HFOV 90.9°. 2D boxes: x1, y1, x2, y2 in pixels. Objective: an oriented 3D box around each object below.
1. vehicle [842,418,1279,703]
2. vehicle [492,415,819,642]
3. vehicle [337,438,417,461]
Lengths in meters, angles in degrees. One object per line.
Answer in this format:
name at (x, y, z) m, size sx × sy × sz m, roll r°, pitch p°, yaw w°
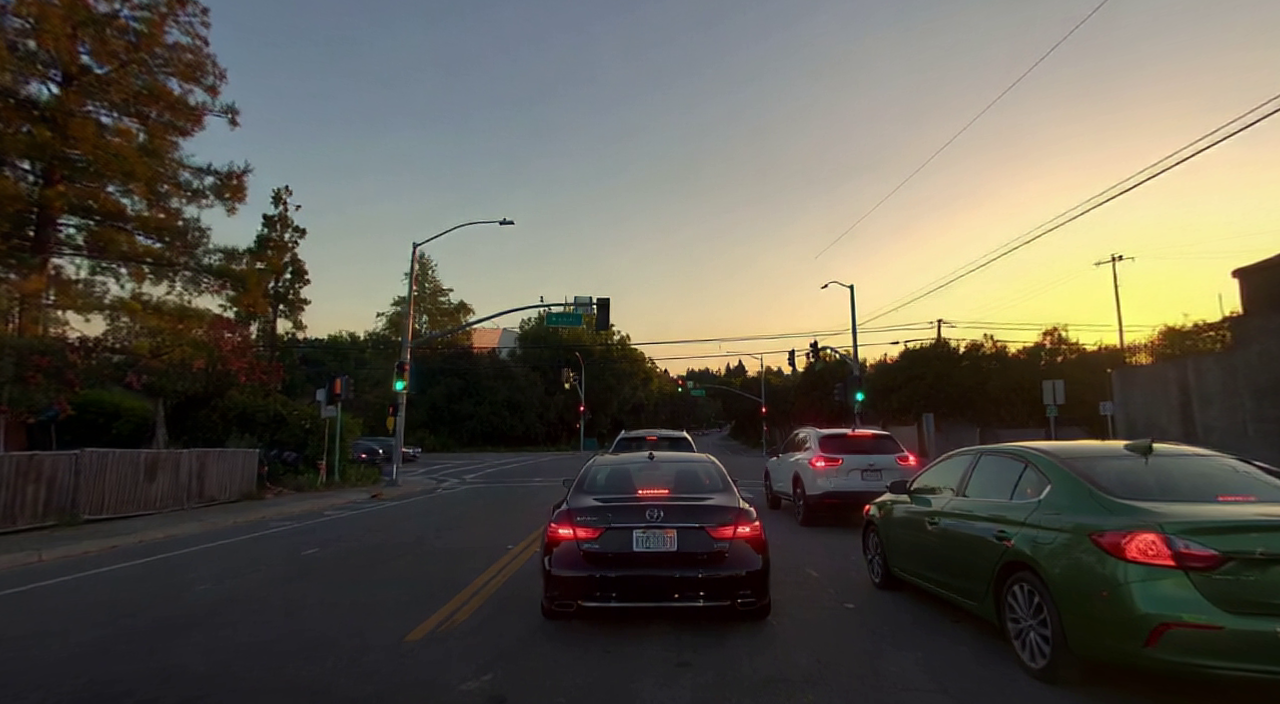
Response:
vehicle at (3.084, 1.244, 4.142) m, size 2.027 × 1.432 × 4.431 m, roll 0°, pitch -8°, yaw 0°
vehicle at (0.072, 1.496, 6.441) m, size 2.170 × 1.497 × 4.369 m, roll 0°, pitch -8°, yaw -1°
vehicle at (-17.242, 6.411, 41.462) m, size 4.406 × 1.458 × 1.892 m, roll -1°, pitch -8°, yaw 7°
